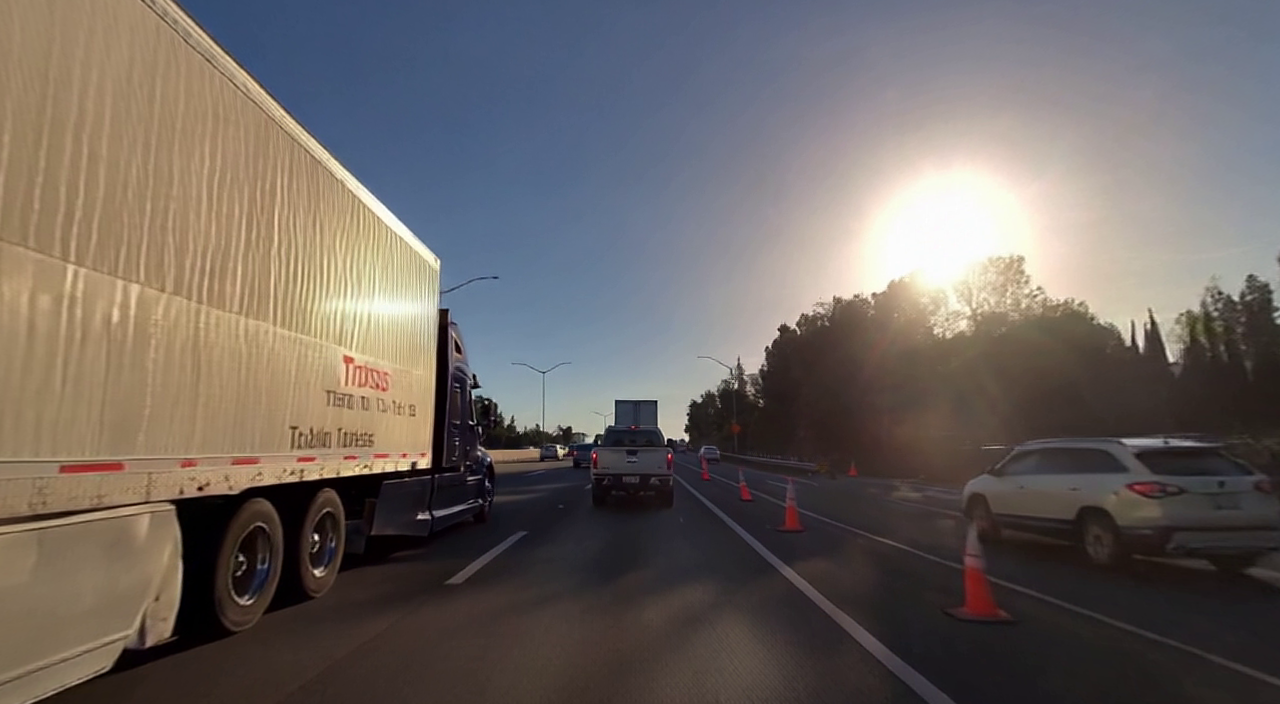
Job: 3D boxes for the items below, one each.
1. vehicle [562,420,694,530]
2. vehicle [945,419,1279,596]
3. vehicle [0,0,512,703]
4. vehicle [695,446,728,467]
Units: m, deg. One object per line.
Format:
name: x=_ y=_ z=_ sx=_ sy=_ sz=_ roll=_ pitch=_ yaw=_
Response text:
vehicle: x=-0.236 y=2.314 z=12.373 sx=2.152 sy=1.779 sz=3.924 roll=0 pitch=-9 yaw=-1
vehicle: x=5.739 y=1.722 z=7.784 sx=1.937 sy=1.601 sz=3.798 roll=0 pitch=-9 yaw=-1
vehicle: x=-3.796 y=0.418 z=7.032 sx=2.990 sy=3.885 sz=8.243 roll=0 pitch=-9 yaw=0
vehicle: x=5.338 y=7.866 z=47.474 sx=1.918 sy=1.479 sz=4.571 roll=0 pitch=-9 yaw=-1
